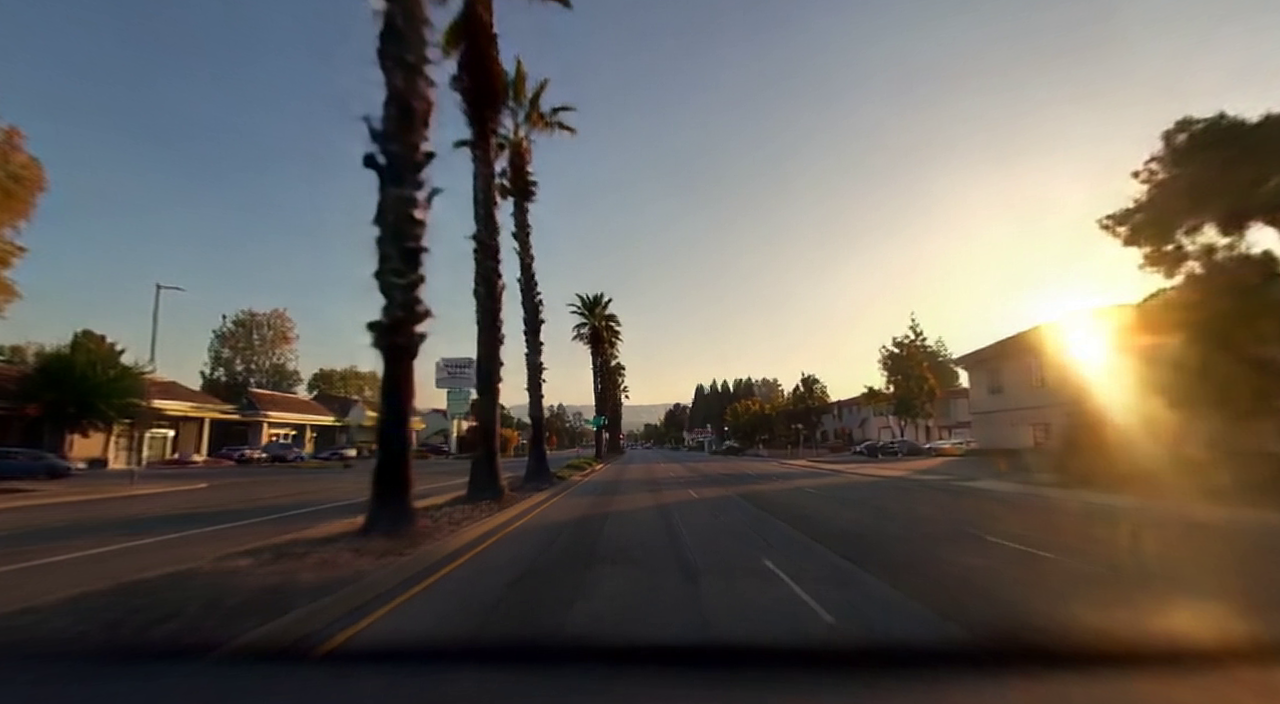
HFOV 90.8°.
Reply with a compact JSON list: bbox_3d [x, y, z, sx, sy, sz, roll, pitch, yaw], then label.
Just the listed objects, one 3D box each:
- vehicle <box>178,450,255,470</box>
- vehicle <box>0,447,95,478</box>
[{"bbox_3d":[-31.528,8.041,47.100,4.351,1.430,1.858,0,-9,-2],"label":"vehicle"},{"bbox_3d":[-32.099,5.826,33.479,4.607,1.572,2.003,0,-8,2],"label":"vehicle"}]
